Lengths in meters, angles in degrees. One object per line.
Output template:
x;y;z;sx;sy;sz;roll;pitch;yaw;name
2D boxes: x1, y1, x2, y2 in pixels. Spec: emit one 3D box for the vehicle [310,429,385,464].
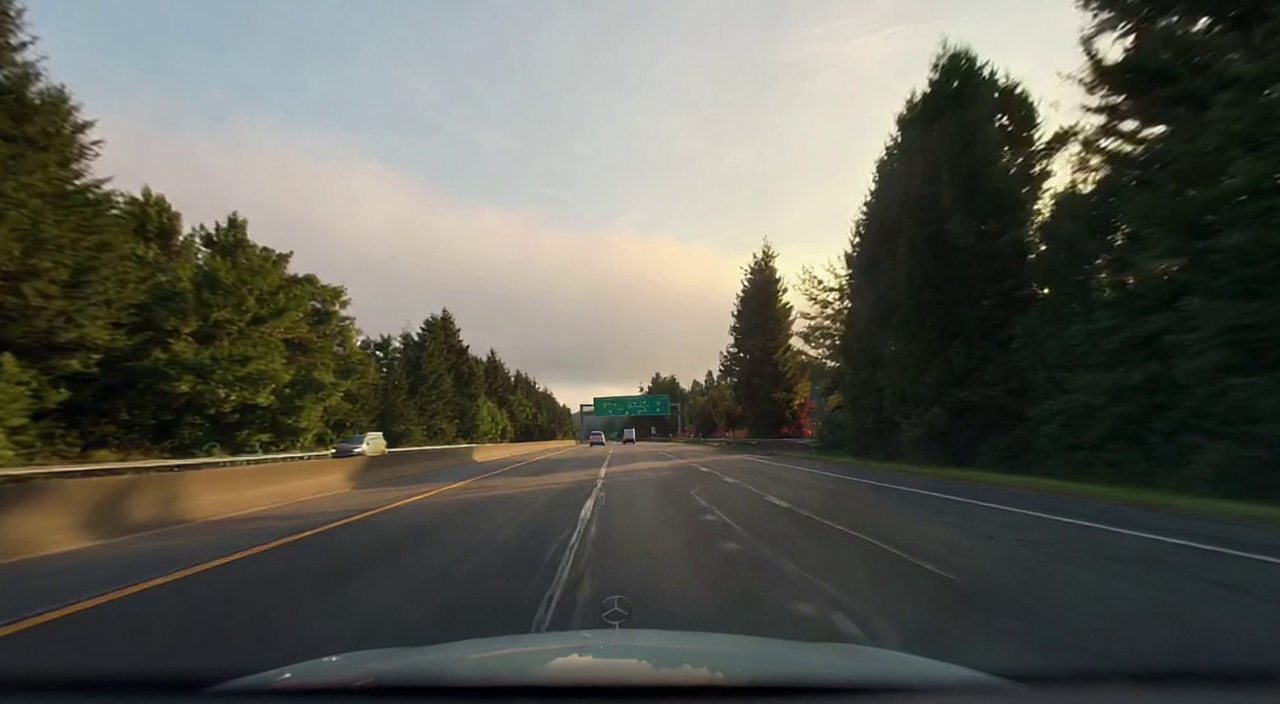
-20.730;6.682;45.055;2.424;2.291;6.442;0;-8;-1;vehicle
